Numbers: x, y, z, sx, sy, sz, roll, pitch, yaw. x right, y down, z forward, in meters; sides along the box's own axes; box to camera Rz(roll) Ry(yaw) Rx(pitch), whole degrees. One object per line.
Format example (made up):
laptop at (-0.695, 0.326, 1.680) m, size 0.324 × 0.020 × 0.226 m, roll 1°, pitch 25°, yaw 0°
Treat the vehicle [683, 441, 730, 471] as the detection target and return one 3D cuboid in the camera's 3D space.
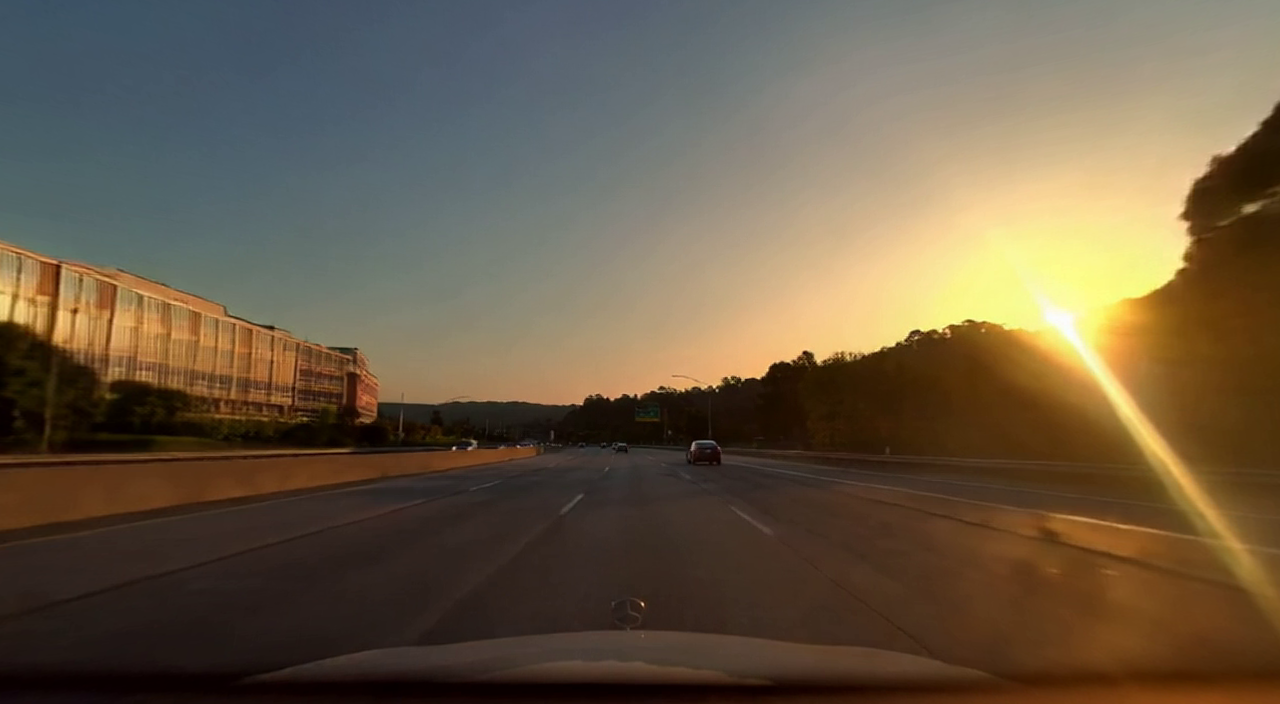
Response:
vehicle at (3.458, 5.527, 33.566) m, size 1.926 × 1.477 × 4.025 m, roll 0°, pitch -9°, yaw -2°
